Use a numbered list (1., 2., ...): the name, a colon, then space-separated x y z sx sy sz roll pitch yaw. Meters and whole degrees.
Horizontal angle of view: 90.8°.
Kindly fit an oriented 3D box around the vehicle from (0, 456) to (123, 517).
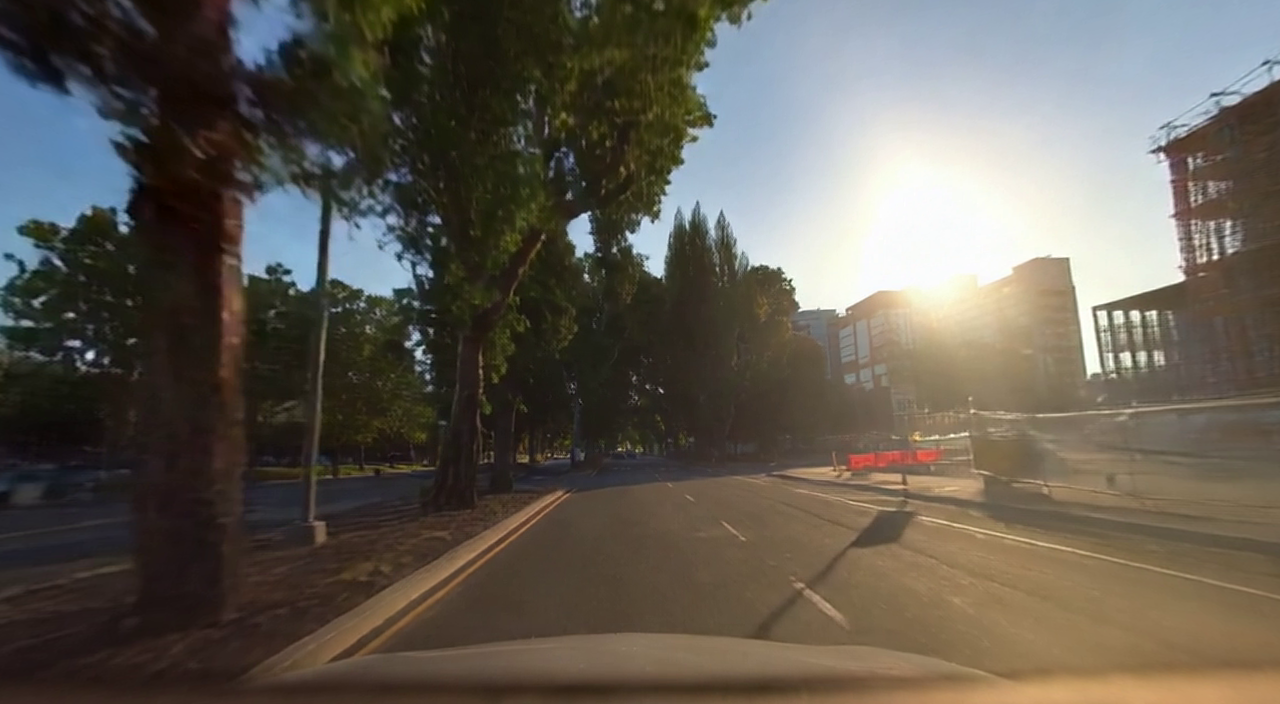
1. vehicle: -18.101 3.907 18.767 1.877 1.557 4.423 0 -9 -3
